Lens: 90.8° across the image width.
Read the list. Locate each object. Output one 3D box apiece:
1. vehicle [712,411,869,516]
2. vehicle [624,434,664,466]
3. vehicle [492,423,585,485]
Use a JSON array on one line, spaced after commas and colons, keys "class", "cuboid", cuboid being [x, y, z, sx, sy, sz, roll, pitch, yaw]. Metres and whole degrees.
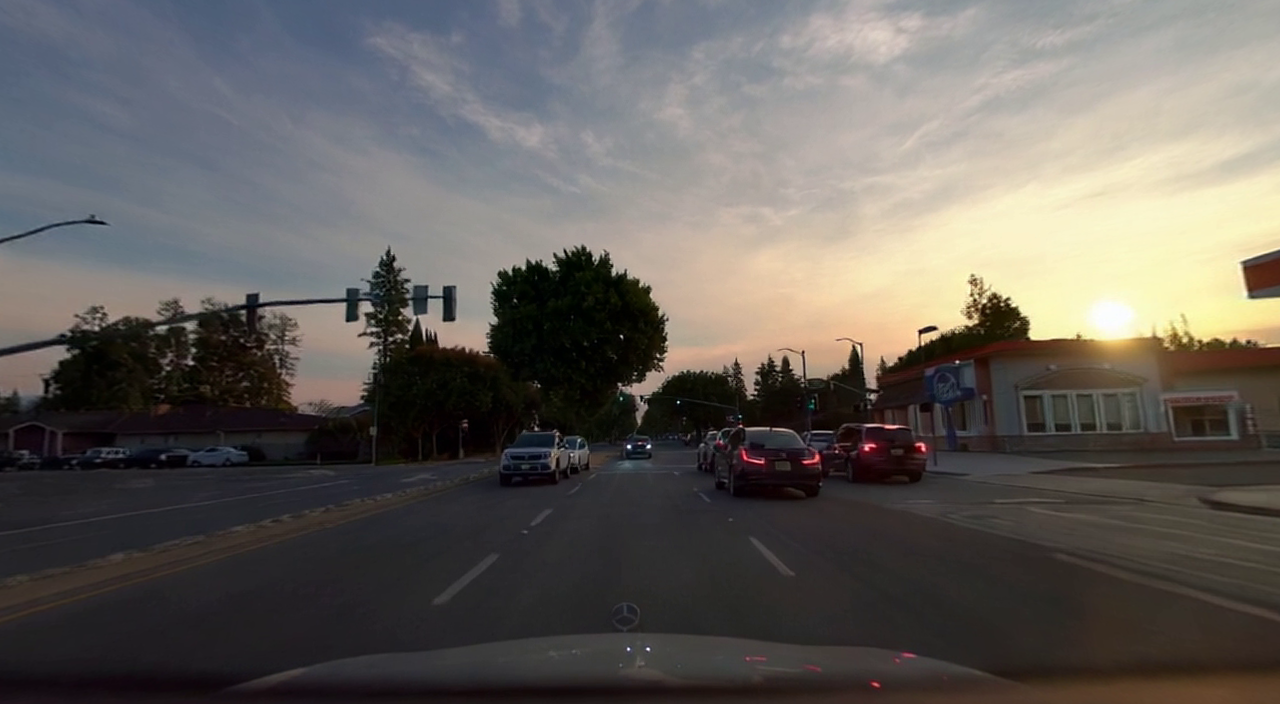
[{"class": "vehicle", "cuboid": [2.881, 2.286, 13.382, 2.140, 1.800, 4.660, 0, -8, 0]}, {"class": "vehicle", "cuboid": [0.191, 5.558, 35.890, 2.131, 1.665, 3.926, 0, -8, -2]}, {"class": "vehicle", "cuboid": [-3.214, 3.363, 21.070, 2.261, 1.820, 4.255, 0, -8, 2]}]
